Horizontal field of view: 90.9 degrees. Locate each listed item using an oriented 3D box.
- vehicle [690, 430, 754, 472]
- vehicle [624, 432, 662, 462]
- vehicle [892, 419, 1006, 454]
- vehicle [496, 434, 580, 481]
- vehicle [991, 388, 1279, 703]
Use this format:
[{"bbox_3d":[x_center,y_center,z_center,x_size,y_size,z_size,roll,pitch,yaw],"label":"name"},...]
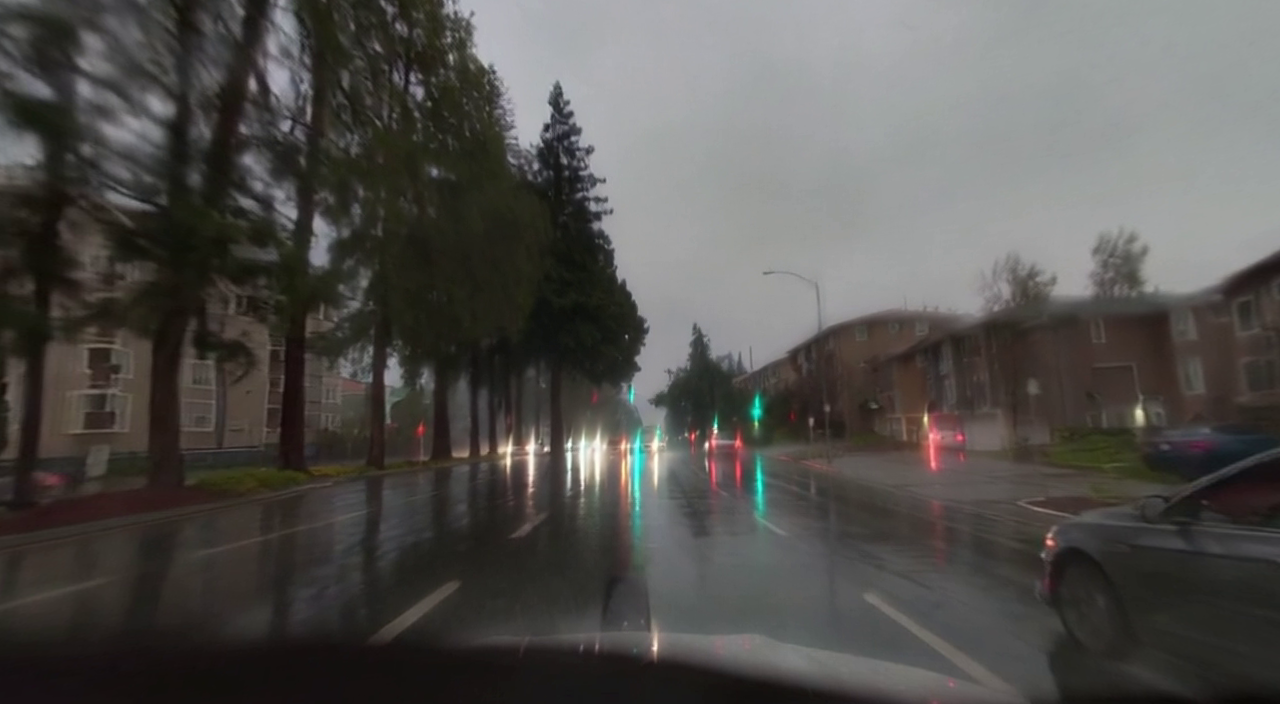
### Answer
[{"bbox_3d":[3.457,4.288,27.493,2.137,1.646,4.488,0,-8,-1],"label":"vehicle"},{"bbox_3d":[0.181,5.623,37.218,2.110,1.662,4.262,0,-8,0],"label":"vehicle"},{"bbox_3d":[15.748,4.323,32.285,4.701,1.721,2.103,0,-9,1],"label":"vehicle"},{"bbox_3d":[-3.506,3.734,22.553,2.049,1.485,4.656,0,-8,2],"label":"vehicle"},{"bbox_3d":[3.734,0.890,2.503,2.128,1.502,4.572,0,-9,1],"label":"vehicle"}]
